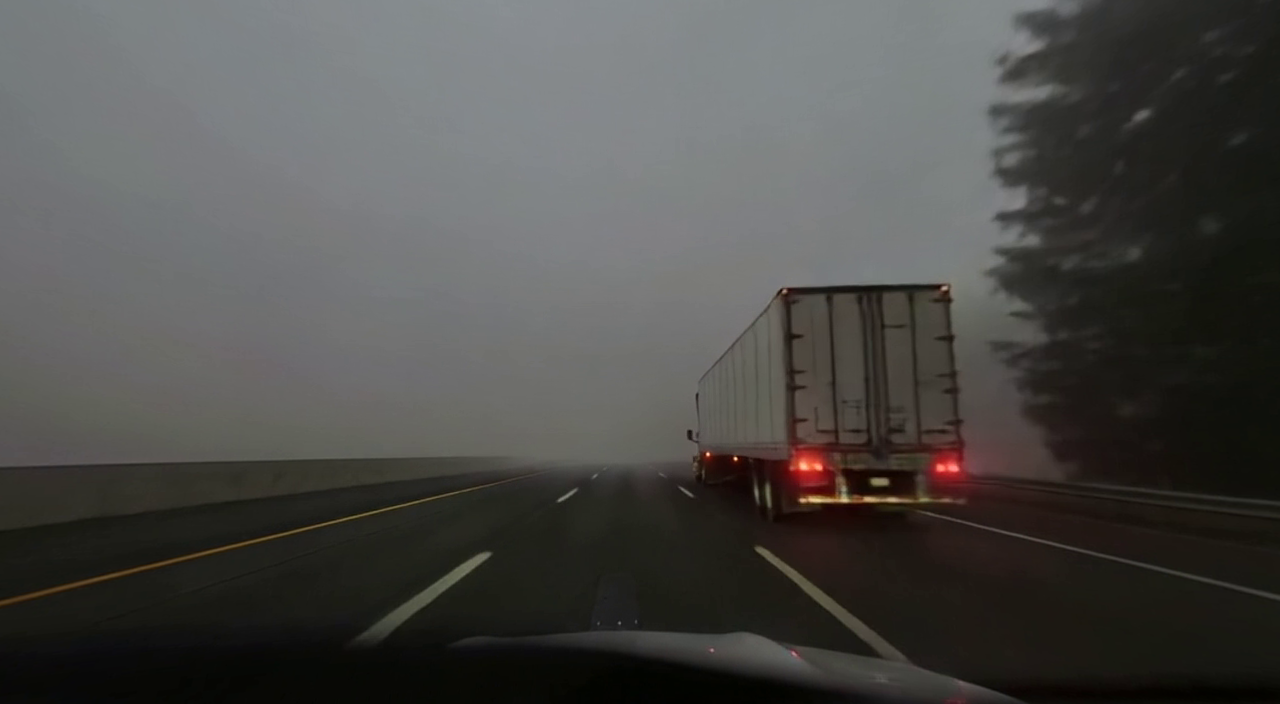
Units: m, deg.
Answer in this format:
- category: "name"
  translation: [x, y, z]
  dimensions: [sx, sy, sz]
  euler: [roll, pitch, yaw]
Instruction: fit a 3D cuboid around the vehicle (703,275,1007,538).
- category: "vehicle"
  translation: [3.859, 1.778, 16.102]
  dimensions: [3.037, 3.999, 13.133]
  euler: [0, -9, 0]
